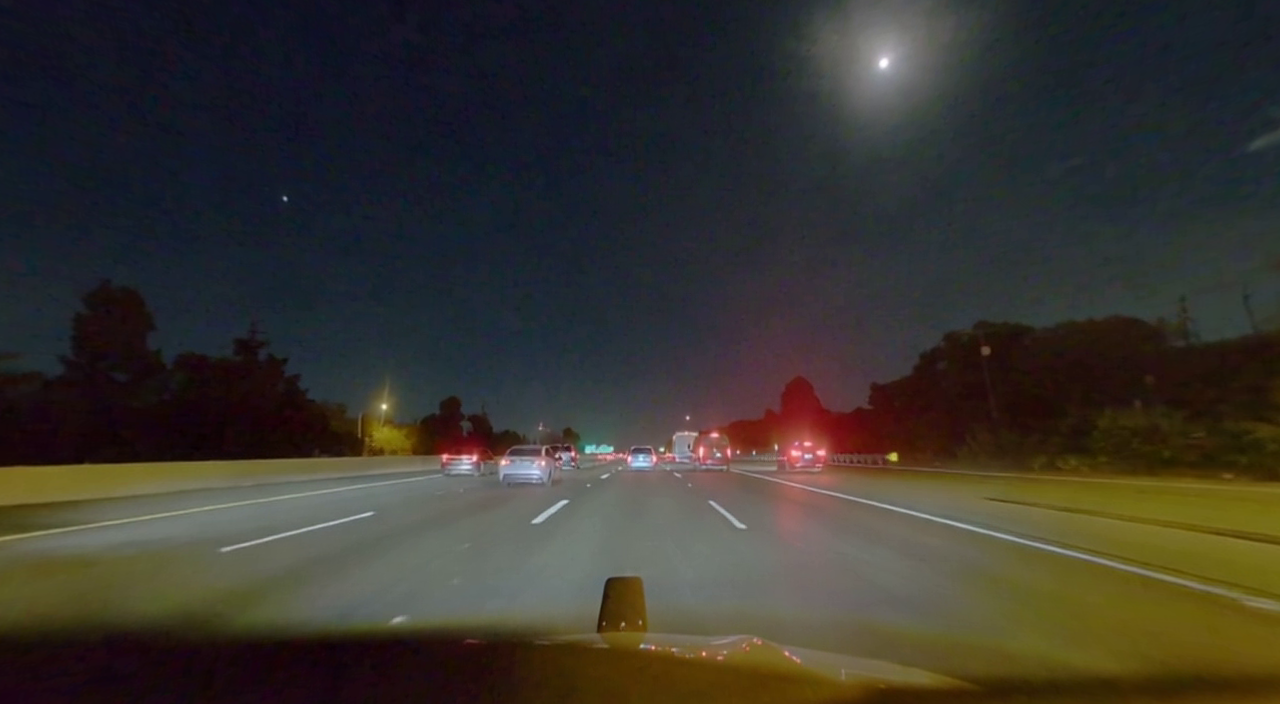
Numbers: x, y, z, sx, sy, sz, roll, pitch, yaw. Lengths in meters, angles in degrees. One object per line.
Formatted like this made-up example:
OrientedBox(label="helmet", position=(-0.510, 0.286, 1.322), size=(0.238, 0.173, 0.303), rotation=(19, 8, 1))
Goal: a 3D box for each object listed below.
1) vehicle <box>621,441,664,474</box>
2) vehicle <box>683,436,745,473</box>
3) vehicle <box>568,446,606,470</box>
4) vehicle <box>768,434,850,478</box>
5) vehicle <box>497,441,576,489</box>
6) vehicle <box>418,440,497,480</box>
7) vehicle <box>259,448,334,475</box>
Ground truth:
OrientedBox(label="vehicle", position=(0.144, 5.596, 33.597), size=(2.115, 1.617, 4.102), rotation=(0, -9, 0))
OrientedBox(label="vehicle", position=(3.945, 5.659, 34.964), size=(2.777, 1.895, 5.710), rotation=(0, -9, 0))
OrientedBox(label="vehicle", position=(-3.388, 6.867, 41.150), size=(1.987, 1.466, 4.341), rotation=(0, -9, 1))
OrientedBox(label="vehicle", position=(7.687, 4.817, 29.414), size=(2.304, 1.840, 5.706), rotation=(0, -9, 1))
OrientedBox(label="vehicle", position=(-3.480, 3.880, 21.970), size=(1.970, 1.483, 4.071), rotation=(0, -9, 1))
OrientedBox(label="vehicle", position=(-7.647, 4.566, 26.913), size=(1.961, 1.562, 4.301), rotation=(0, -9, 1))
OrientedBox(label="vehicle", position=(-20.794, 6.606, 38.389), size=(1.882, 1.529, 4.630), rotation=(0, -9, 1))
